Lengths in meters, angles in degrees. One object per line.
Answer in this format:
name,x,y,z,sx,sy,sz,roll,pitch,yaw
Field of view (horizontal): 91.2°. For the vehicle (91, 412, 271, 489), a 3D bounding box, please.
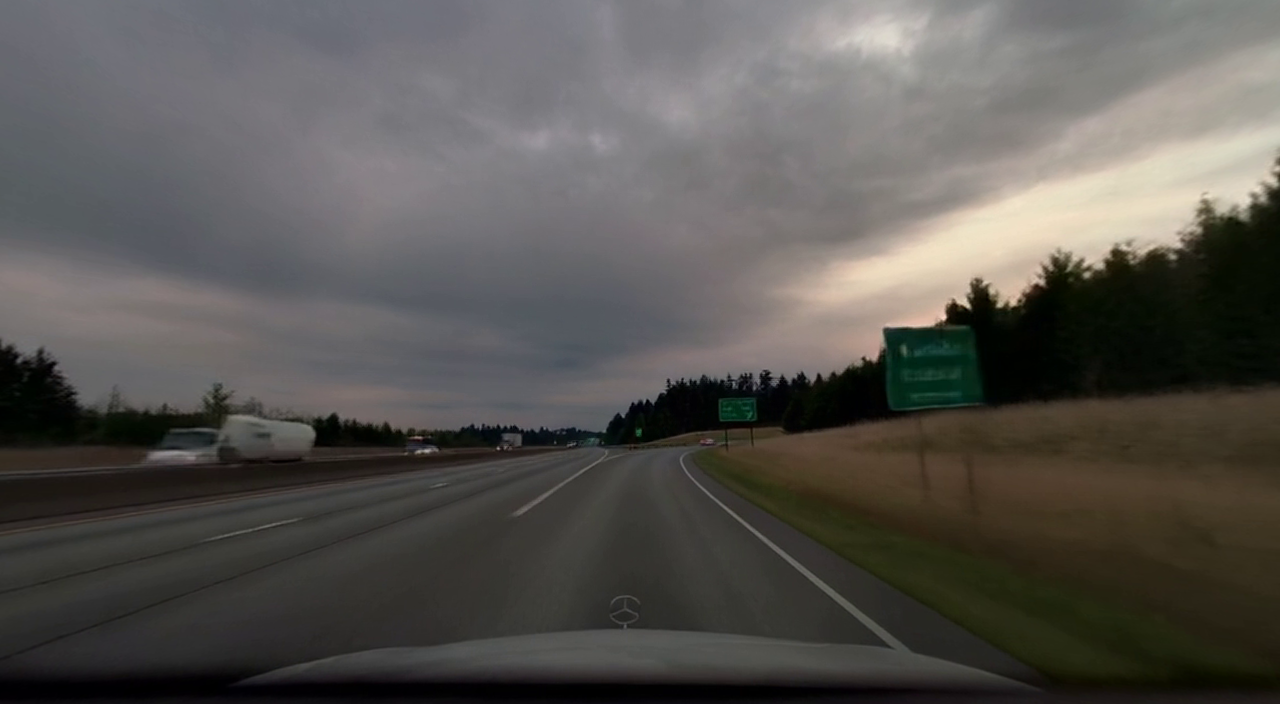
vehicle,-16.690,3.642,23.388,2.414,2.495,5.613,0,-9,0
